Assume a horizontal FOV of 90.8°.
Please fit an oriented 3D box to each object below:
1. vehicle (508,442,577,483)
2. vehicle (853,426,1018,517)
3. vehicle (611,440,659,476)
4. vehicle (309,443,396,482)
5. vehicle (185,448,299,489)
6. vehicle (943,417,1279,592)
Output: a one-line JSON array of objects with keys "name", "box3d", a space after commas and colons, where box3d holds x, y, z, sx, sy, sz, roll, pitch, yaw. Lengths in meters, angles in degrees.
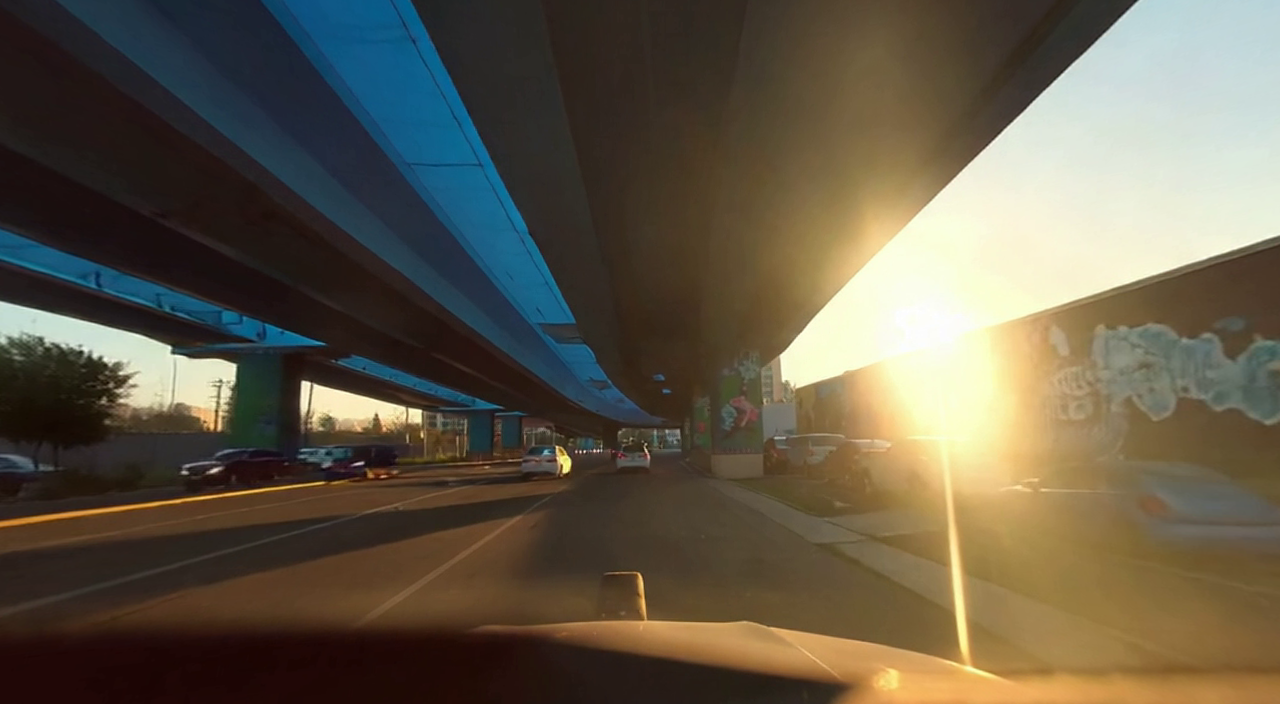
[{"name": "vehicle", "box3d": [-3.947, 4.570, 26.399, 2.024, 1.533, 4.549, -1, -9, 2]}, {"name": "vehicle", "box3d": [6.455, 2.642, 14.376, 1.940, 1.738, 3.956, 0, -9, 2]}, {"name": "vehicle", "box3d": [-0.228, 5.031, 30.228, 2.155, 1.571, 3.734, 0, -9, 0]}, {"name": "vehicle", "box3d": [-14.012, 5.390, 31.152, 2.069, 1.728, 4.567, 0, -9, 1]}, {"name": "vehicle", "box3d": [-17.538, 5.119, 28.139, 2.056, 1.643, 4.362, -1, -9, 3]}, {"name": "vehicle", "box3d": [5.818, 1.741, 7.982, 2.023, 1.627, 3.971, -1, -9, 1]}]
